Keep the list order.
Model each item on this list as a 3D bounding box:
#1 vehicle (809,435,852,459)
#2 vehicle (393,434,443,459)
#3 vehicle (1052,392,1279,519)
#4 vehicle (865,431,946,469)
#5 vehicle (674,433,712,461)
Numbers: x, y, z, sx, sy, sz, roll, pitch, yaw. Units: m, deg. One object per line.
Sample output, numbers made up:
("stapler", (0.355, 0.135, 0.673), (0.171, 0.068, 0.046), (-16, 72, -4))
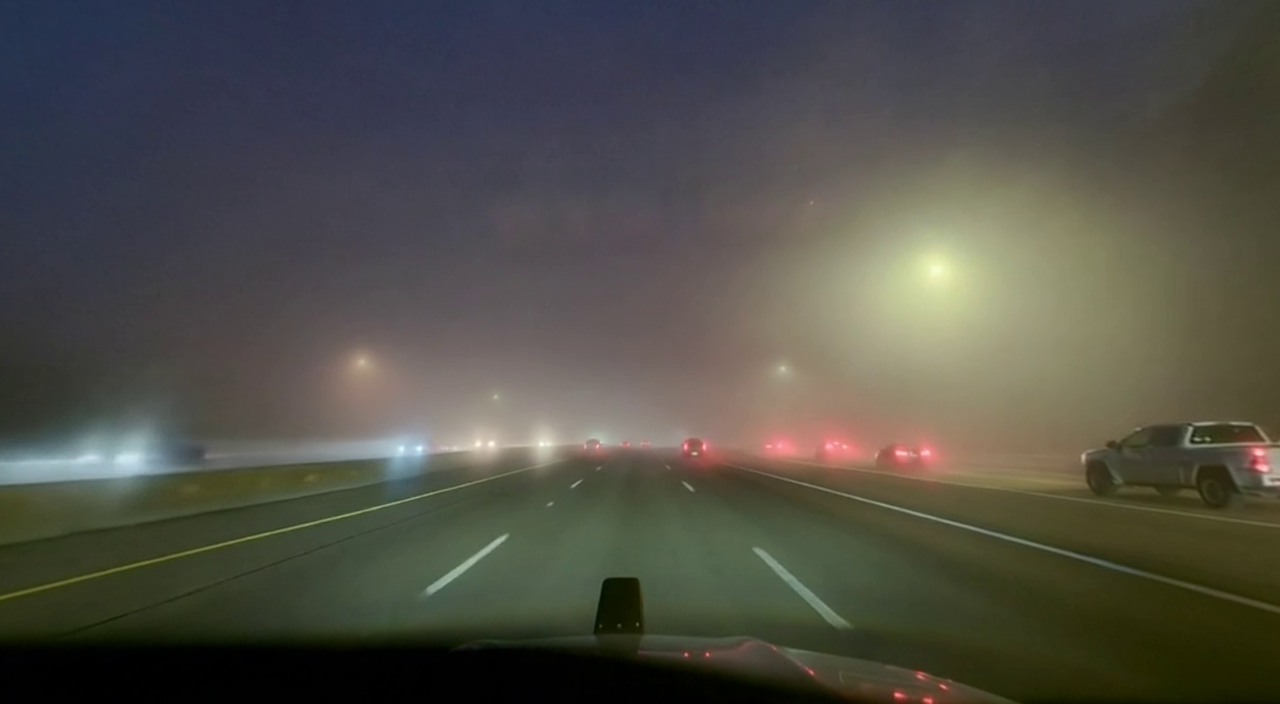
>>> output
("vehicle", (14.551, 7.259, 48.262), (2.020, 1.707, 4.424), (0, -8, 1))
("vehicle", (-17.326, 7.403, 49.329), (2.083, 1.785, 4.877), (0, -8, 1))
("vehicle", (12.223, 2.201, 13.639), (2.442, 2.140, 6.462), (0, -8, 3))
("vehicle", (13.432, 5.007, 32.188), (2.116, 1.754, 4.727), (0, -8, 1))
("vehicle", (3.487, 6.393, 42.437), (2.147, 1.794, 4.538), (1, -8, 0))
